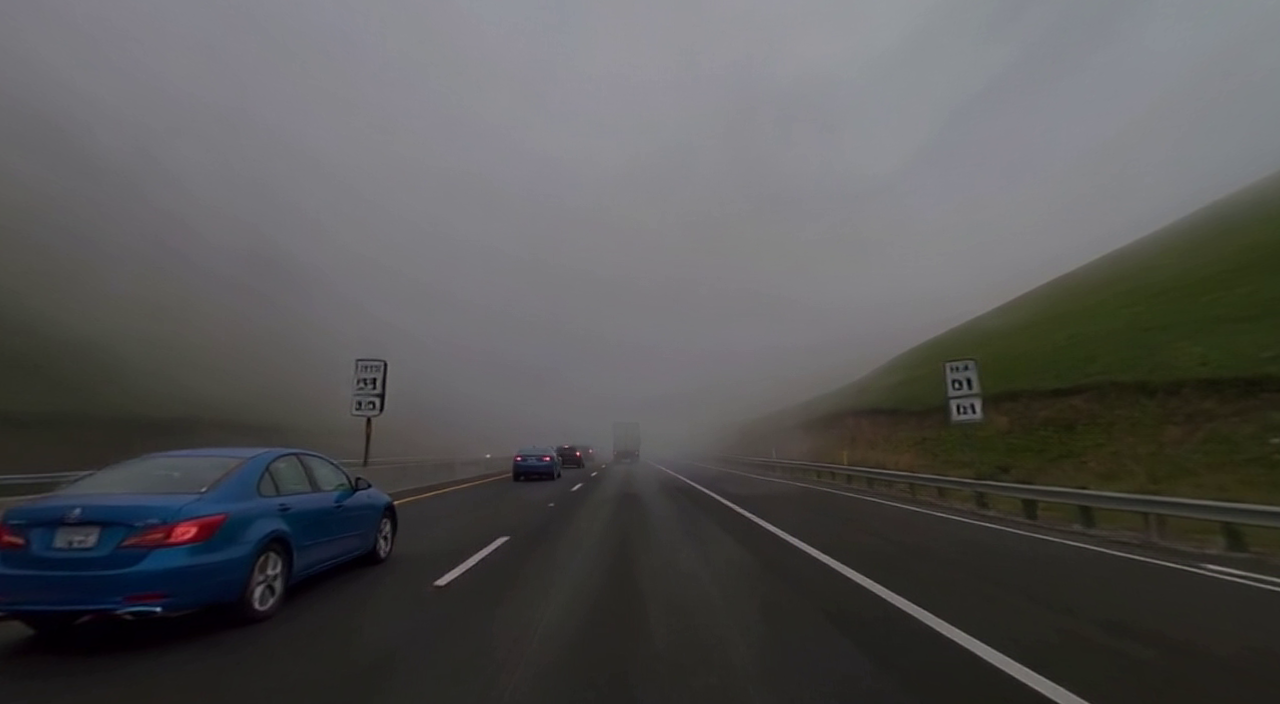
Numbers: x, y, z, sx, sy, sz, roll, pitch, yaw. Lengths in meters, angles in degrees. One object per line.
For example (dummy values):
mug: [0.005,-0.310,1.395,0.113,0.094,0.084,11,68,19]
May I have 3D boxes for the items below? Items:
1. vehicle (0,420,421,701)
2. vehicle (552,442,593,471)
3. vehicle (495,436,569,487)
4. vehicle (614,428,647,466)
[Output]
vehicle: [-3.714,1.430,5.578,1.988,1.440,4.504,0,-9,-1]
vehicle: [-3.982,6.250,37.987,2.044,1.624,4.032,0,-9,0]
vehicle: [-3.951,4.082,23.795,2.073,1.694,4.162,0,-9,0]
vehicle: [-0.648,7.061,46.706,2.227,2.611,5.900,0,-9,1]
